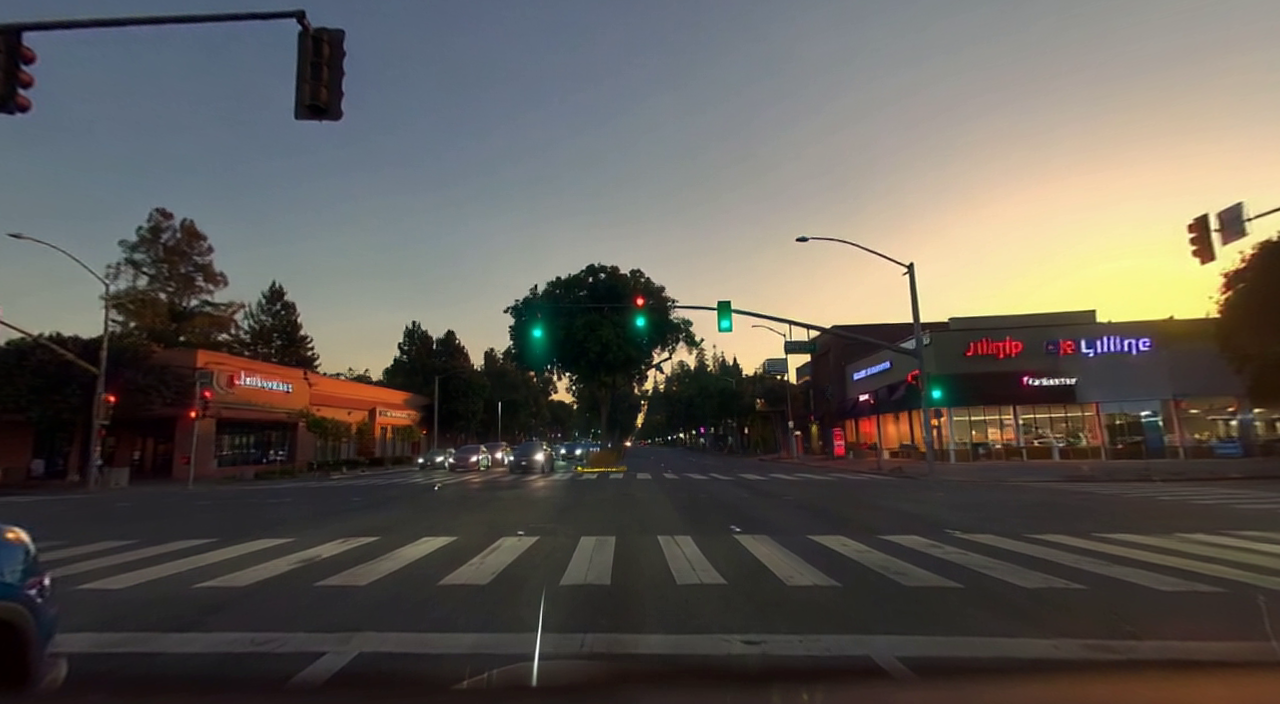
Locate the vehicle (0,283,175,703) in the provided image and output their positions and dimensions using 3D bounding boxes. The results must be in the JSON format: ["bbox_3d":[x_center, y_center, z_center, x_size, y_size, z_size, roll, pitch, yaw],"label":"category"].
[{"bbox_3d":[-3.331,0.451,0.393,2.313,1.883,5.016,0,-8,-1],"label":"vehicle"}]

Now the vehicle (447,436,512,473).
[{"bbox_3d":[-8.422,5.432,33.605,2.273,1.791,4.809,0,-8,-1],"label":"vehicle"}]

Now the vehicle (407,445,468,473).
[{"bbox_3d":[-11.327,5.967,35.596,2.003,1.476,4.082,0,-8,1],"label":"vehicle"}]

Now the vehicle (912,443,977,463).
[{"bbox_3d":[23.879,7.921,49.661,4.135,1.417,1.851,-2,-9,2],"label":"vehicle"}]

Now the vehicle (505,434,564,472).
[{"bbox_3d":[-5.353,5.231,32.782,2.384,1.787,5.038,0,-8,-2],"label":"vehicle"}]

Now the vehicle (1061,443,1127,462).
[{"bbox_3d":[34.454,7.615,47.965,3.740,1.433,1.646,0,-8,-2],"label":"vehicle"}]
